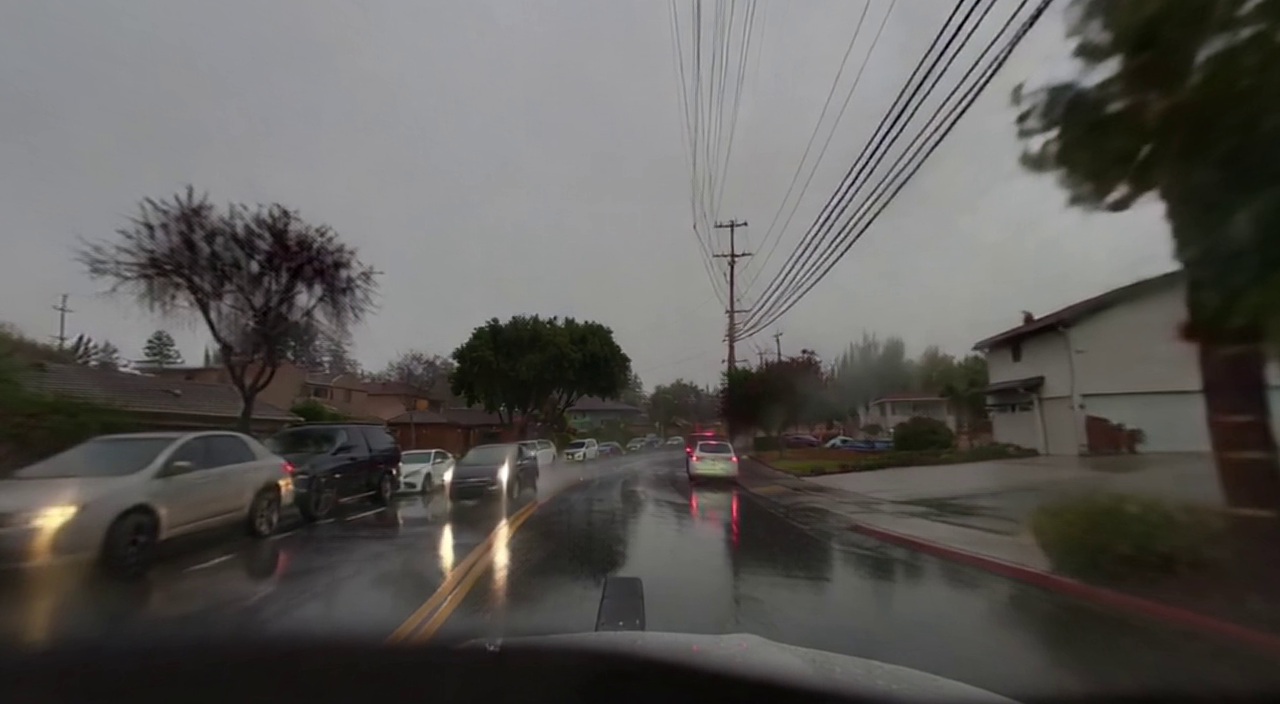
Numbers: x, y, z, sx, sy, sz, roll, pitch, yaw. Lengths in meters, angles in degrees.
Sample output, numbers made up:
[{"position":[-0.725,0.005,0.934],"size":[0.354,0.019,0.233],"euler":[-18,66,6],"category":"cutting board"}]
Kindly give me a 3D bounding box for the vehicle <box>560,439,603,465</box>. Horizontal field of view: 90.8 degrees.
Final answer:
[{"position":[-4.355,7.563,47.999],"size":[2.192,1.873,4.985],"euler":[-1,-8,8],"category":"vehicle"}]

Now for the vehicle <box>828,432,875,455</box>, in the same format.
[{"position":[16.014,6.954,48.052],"size":[2.079,1.675,3.855],"euler":[0,-8,-2],"category":"vehicle"}]

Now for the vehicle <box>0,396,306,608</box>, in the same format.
[{"position":[-7.126,1.905,8.928],"size":[2.312,2.032,5.585],"euler":[-1,-9,-6],"category":"vehicle"}]

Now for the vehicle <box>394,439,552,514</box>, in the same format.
[{"position":[-3.771,2.901,15.332],"size":[2.448,1.475,4.568],"euler":[-2,-8,2],"category":"vehicle"}]

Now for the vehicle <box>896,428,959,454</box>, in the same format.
[{"position":[21.244,6.644,46.937],"size":[2.253,1.805,4.842],"euler":[2,-9,-2],"category":"vehicle"}]

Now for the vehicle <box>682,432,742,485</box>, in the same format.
[{"position":[2.698,4.034,24.289],"size":[2.032,1.810,5.047],"euler":[-1,-8,5],"category":"vehicle"}]
